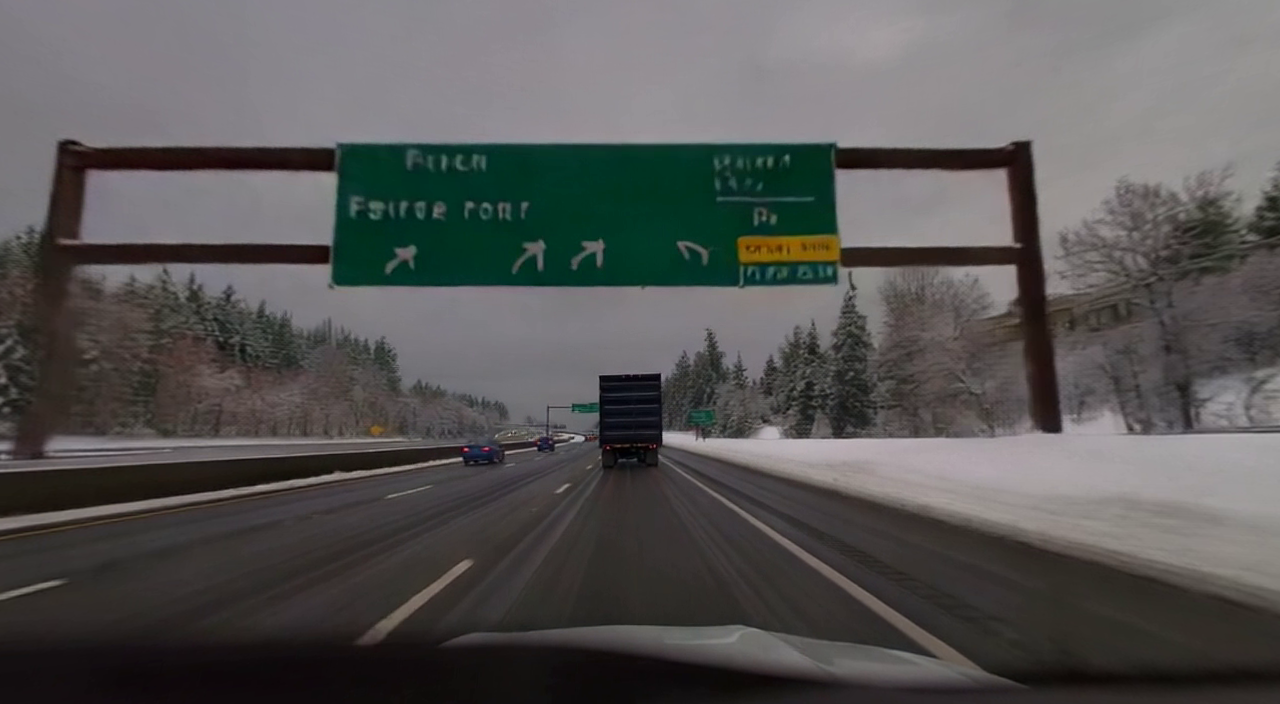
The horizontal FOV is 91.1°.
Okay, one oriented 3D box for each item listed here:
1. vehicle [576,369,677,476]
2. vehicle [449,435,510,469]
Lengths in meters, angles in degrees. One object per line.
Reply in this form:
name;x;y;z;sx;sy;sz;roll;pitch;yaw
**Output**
vehicle;-0.570;3.222;27.302;3.033;3.223;14.836;3;-8;-1
vehicle;-7.355;4.584;29.102;1.856;1.479;3.710;0;-8;0
